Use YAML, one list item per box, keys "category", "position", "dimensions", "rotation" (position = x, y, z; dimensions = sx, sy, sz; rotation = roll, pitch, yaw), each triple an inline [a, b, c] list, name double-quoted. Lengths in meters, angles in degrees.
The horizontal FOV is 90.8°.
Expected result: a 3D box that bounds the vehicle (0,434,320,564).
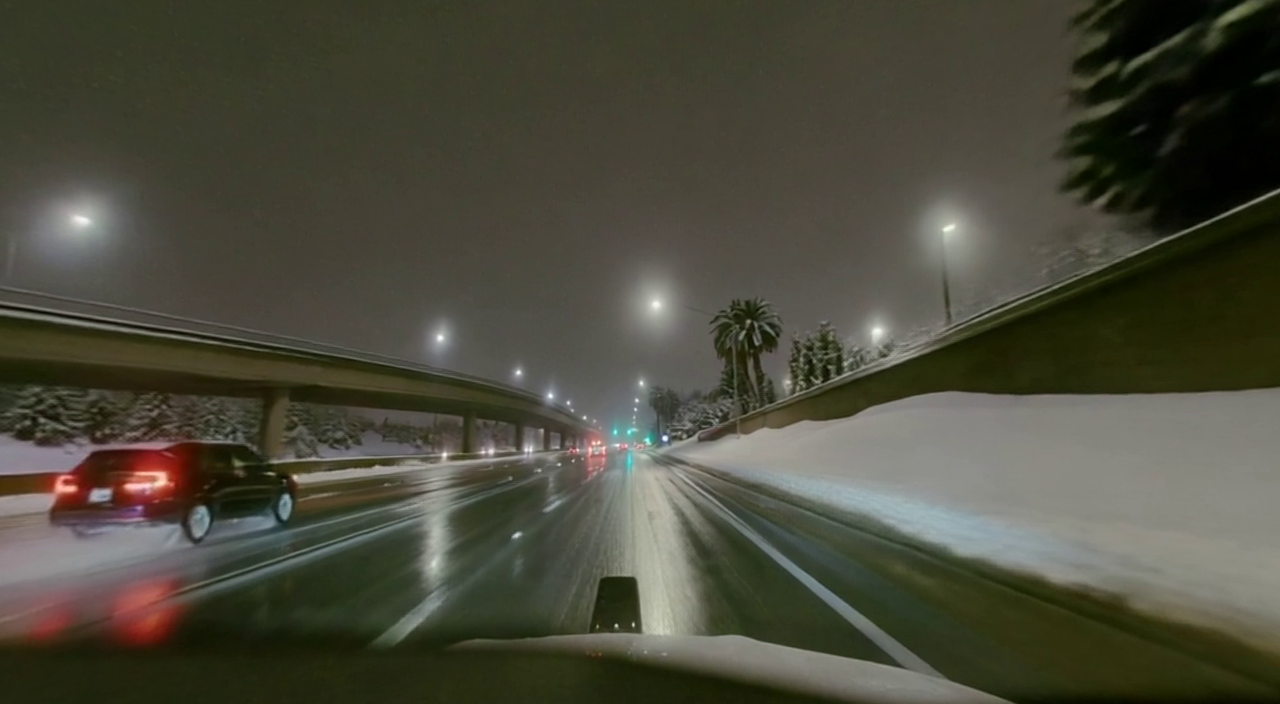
- category: "vehicle"
  position: [-6.934, 2.051, 9.609]
  dimensions: [1.914, 1.503, 4.268]
  rotation: [0, -9, -1]
